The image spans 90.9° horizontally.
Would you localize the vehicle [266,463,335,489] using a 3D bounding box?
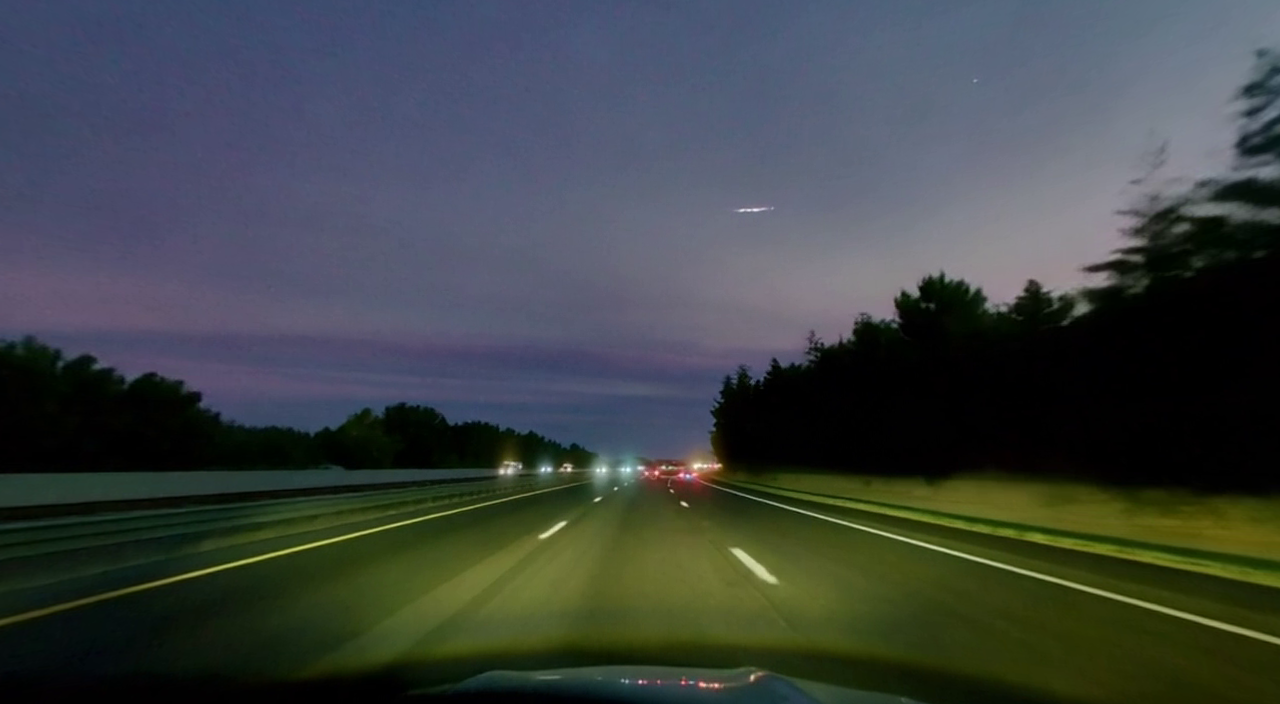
[{"bbox_3d":[-20.572,7.533,38.396,1.743,1.430,4.086,0,-11,2],"label":"vehicle"}]
